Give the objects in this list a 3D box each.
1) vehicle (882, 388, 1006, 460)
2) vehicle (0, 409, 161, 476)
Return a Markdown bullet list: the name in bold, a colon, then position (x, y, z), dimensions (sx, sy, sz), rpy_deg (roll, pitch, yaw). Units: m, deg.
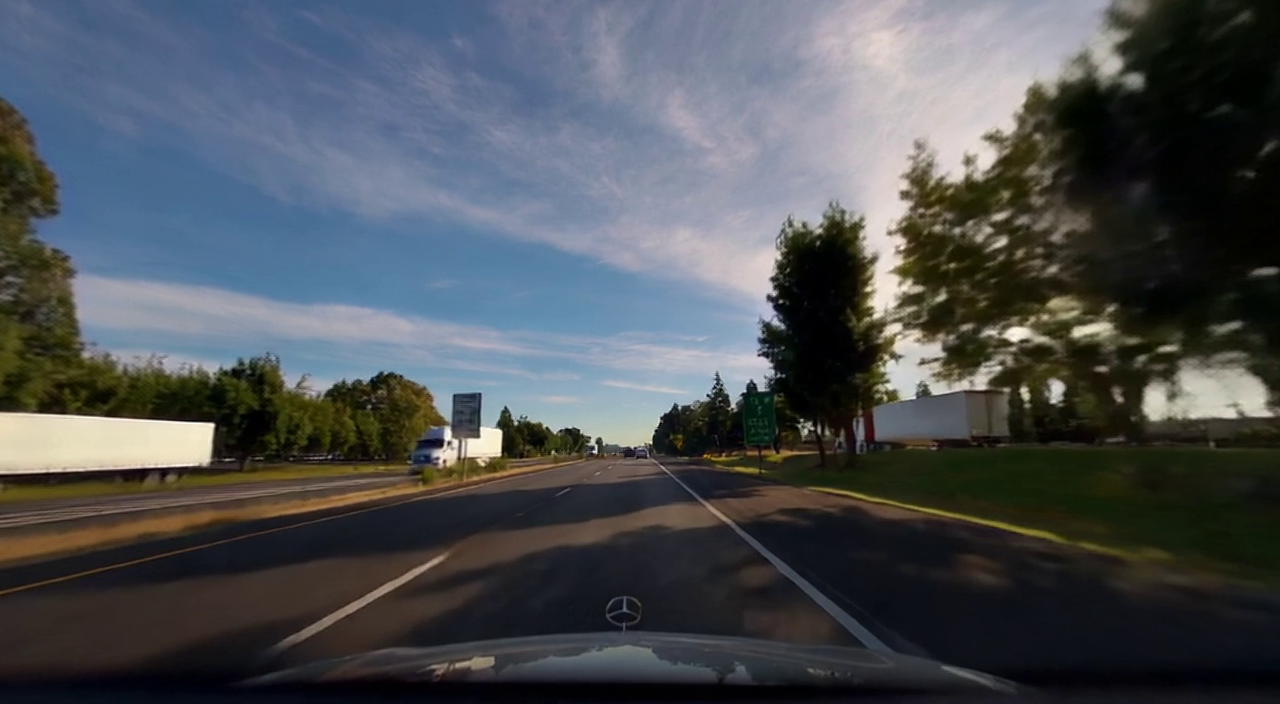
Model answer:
- **vehicle**: position (19.261, 4.817, 40.859), dimensions (2.763, 4.126, 9.013), rpy_deg (1, -9, -5)
- **vehicle**: position (-38.567, 5.705, 39.328), dimensions (2.898, 3.855, 17.999), rpy_deg (0, -9, 2)
